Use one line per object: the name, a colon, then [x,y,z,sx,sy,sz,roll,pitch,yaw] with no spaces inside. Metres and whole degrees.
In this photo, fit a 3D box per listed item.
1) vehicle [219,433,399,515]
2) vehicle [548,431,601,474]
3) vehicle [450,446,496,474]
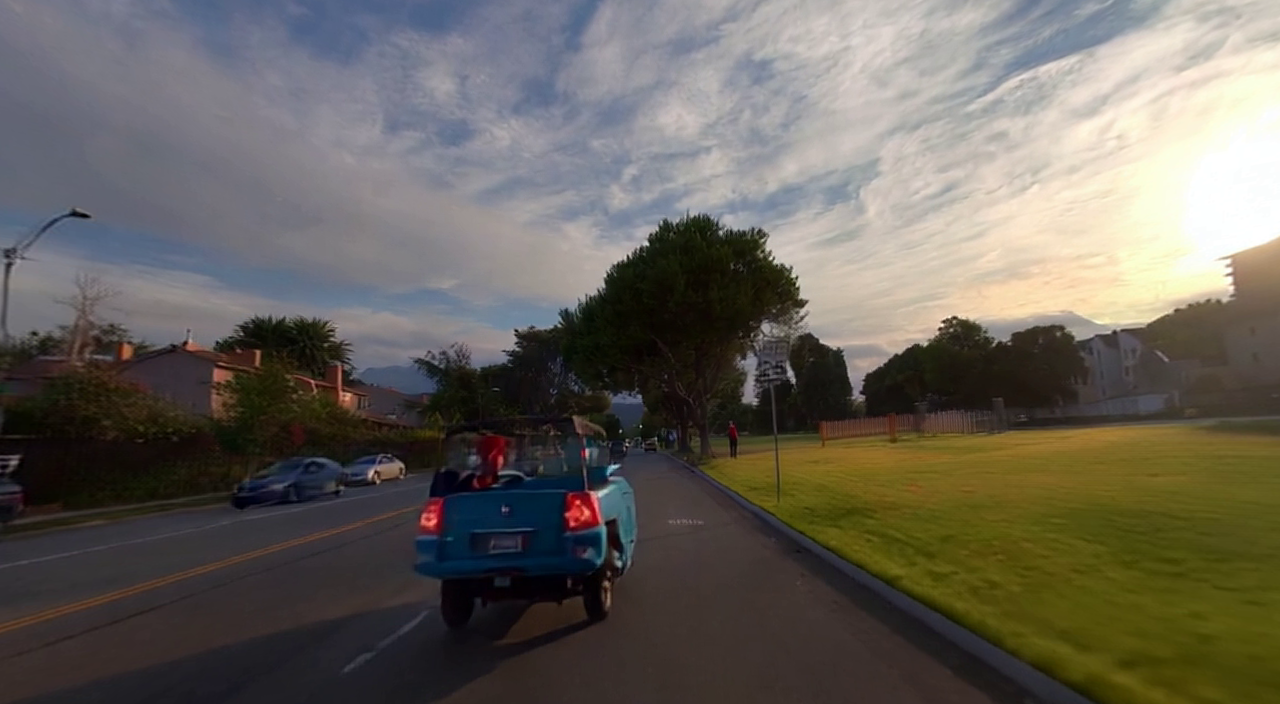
vehicle: [-8.755,3.237,17.355,2.060,1.785,5.303,-3,-9,1]
vehicle: [-2.932,4.596,28.862,1.908,1.809,4.230,0,-8,1]
vehicle: [-11.717,7.577,44.311,1.904,1.728,4.997,2,-8,-1]
